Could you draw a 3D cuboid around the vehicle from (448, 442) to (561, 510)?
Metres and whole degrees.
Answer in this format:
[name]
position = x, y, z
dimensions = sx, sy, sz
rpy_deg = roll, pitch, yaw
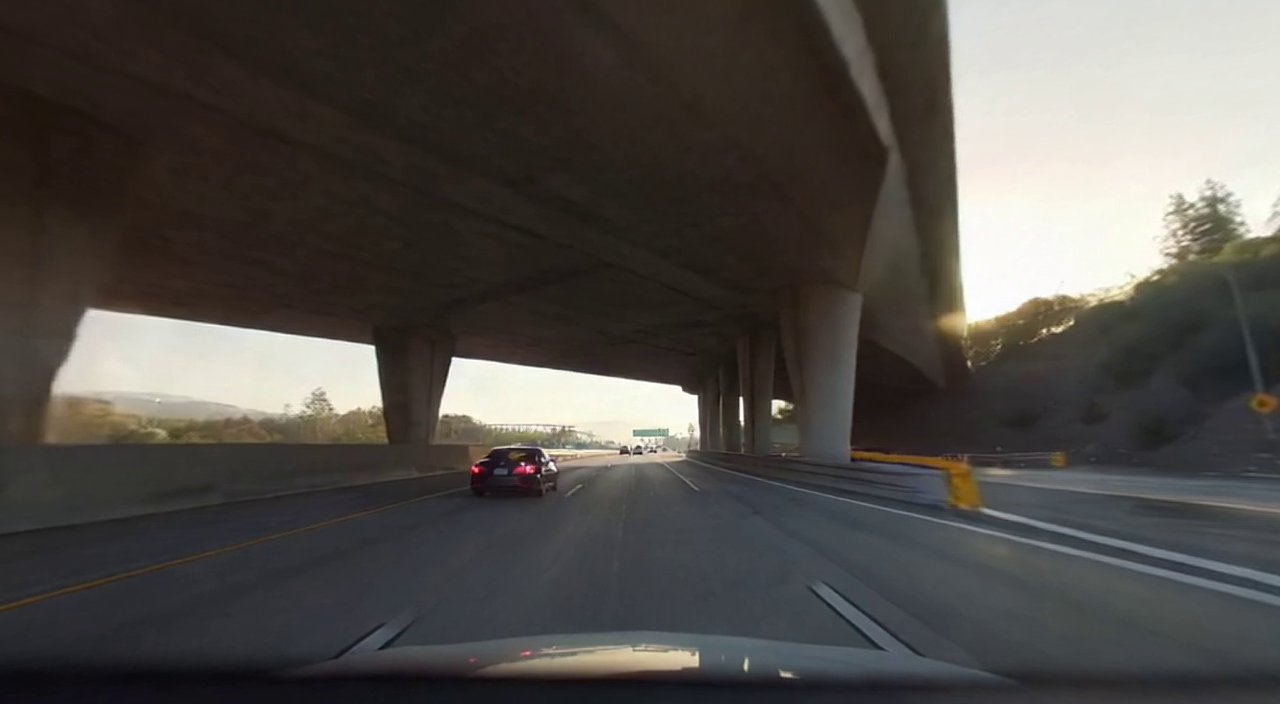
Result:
[vehicle]
position = -3.298, 3.080, 16.176
dimensions = 1.968, 1.504, 3.892
rpy_deg = 0, -8, 1
